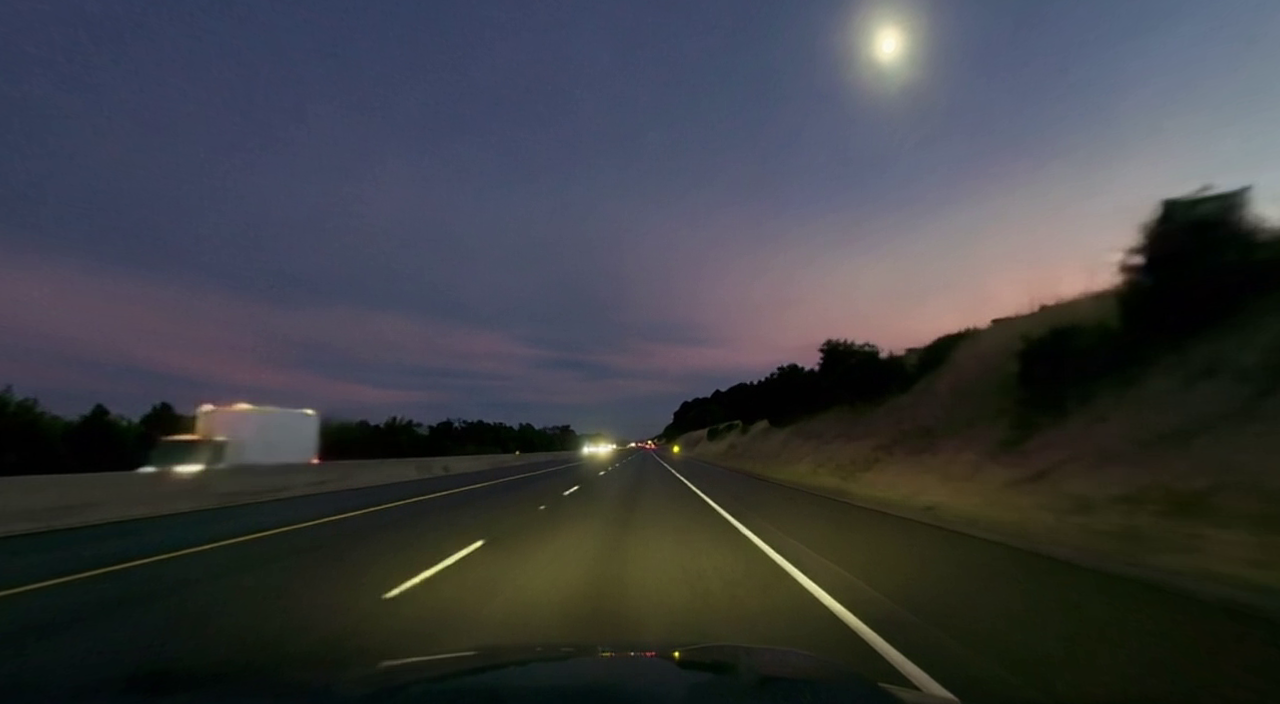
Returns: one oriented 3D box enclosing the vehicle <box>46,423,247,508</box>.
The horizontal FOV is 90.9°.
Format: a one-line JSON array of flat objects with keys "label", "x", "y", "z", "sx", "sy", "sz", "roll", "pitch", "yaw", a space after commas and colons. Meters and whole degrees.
[{"label": "vehicle", "x": -17.184, "y": 3.977, "z": 22.549, "sx": 2.458, "sy": 2.554, "sz": 5.777, "roll": -2, "pitch": -9, "yaw": 0}]
